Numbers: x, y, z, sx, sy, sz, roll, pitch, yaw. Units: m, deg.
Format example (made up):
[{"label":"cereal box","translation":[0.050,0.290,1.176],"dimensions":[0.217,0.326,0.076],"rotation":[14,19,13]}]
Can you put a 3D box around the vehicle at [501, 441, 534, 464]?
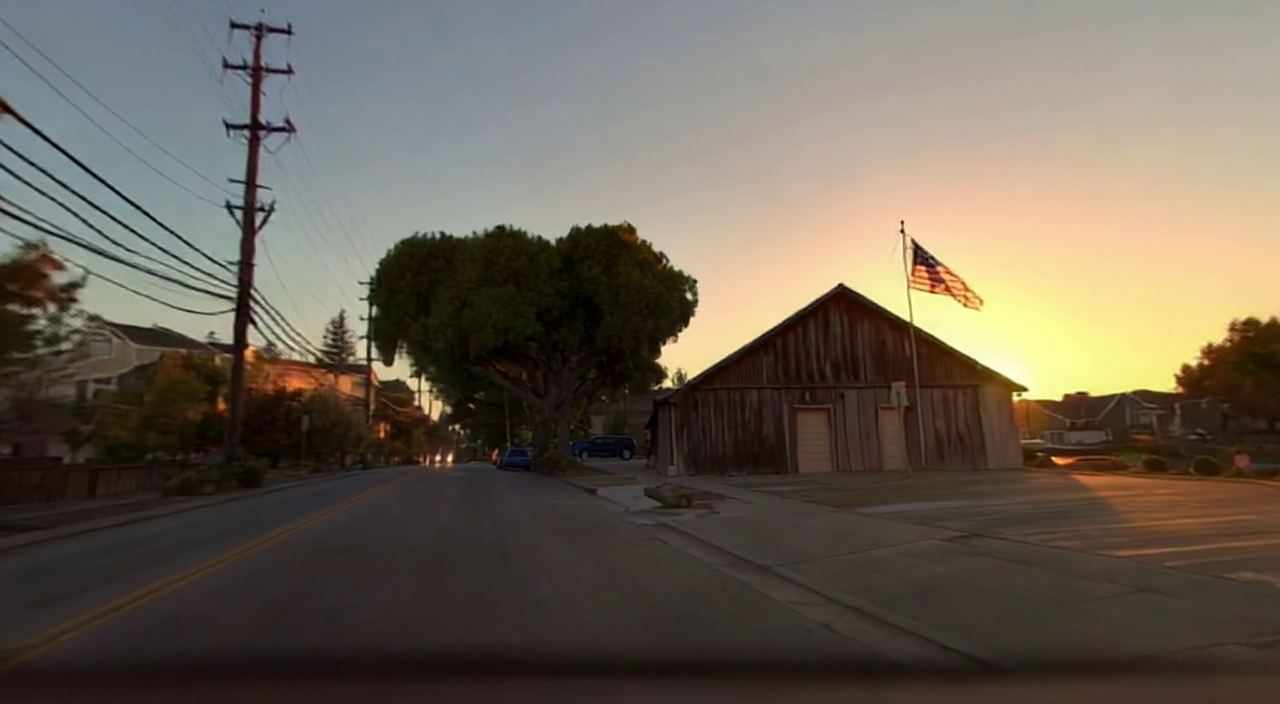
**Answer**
[{"label":"vehicle","translation":[-8.409,6.835,43.146],"dimensions":[1.941,1.460,4.206],"rotation":[2,-9,-14]}]
